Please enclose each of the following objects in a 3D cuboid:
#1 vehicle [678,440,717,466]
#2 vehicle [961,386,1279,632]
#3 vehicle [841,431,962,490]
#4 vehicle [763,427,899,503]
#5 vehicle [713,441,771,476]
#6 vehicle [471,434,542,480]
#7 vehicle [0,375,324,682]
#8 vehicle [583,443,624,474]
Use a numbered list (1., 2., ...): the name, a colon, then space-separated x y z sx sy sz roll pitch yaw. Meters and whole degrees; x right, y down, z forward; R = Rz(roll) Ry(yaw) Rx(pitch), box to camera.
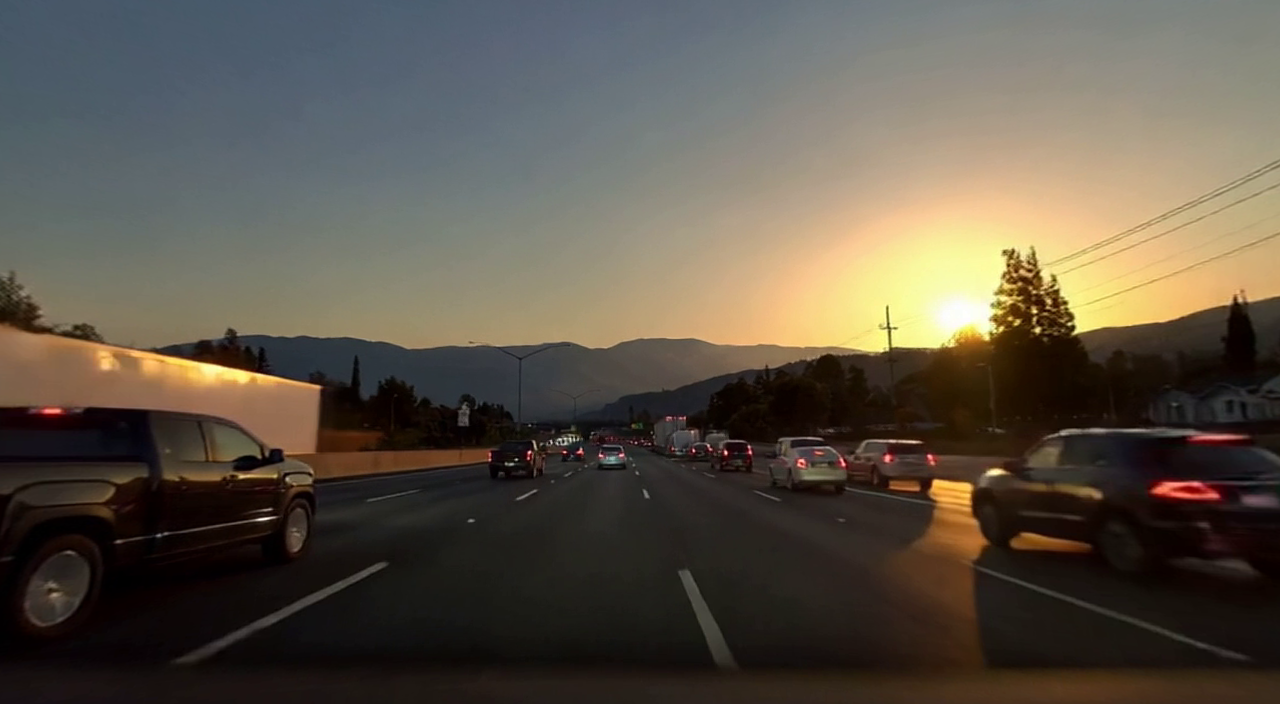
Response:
1. vehicle: 4.036 7.200 45.060 2.182 1.782 4.800 0 -8 -2
2. vehicle: 5.396 1.396 6.439 1.977 1.705 4.078 0 -8 -1
3. vehicle: 8.818 3.703 21.799 2.018 1.802 4.749 0 -8 -2
4. vehicle: 5.062 3.072 17.576 2.086 1.783 4.868 0 -8 -2
5. vehicle: 4.948 5.210 31.125 1.978 1.607 4.245 0 -8 -2
6. vehicle: -5.775 4.577 27.792 2.147 1.825 4.602 0 -8 0
7. vehicle: -4.687 1.209 5.007 2.127 1.705 4.374 0 -8 -1
8. vehicle: -1.888 5.700 33.920 2.060 1.508 4.308 0 -8 -1
